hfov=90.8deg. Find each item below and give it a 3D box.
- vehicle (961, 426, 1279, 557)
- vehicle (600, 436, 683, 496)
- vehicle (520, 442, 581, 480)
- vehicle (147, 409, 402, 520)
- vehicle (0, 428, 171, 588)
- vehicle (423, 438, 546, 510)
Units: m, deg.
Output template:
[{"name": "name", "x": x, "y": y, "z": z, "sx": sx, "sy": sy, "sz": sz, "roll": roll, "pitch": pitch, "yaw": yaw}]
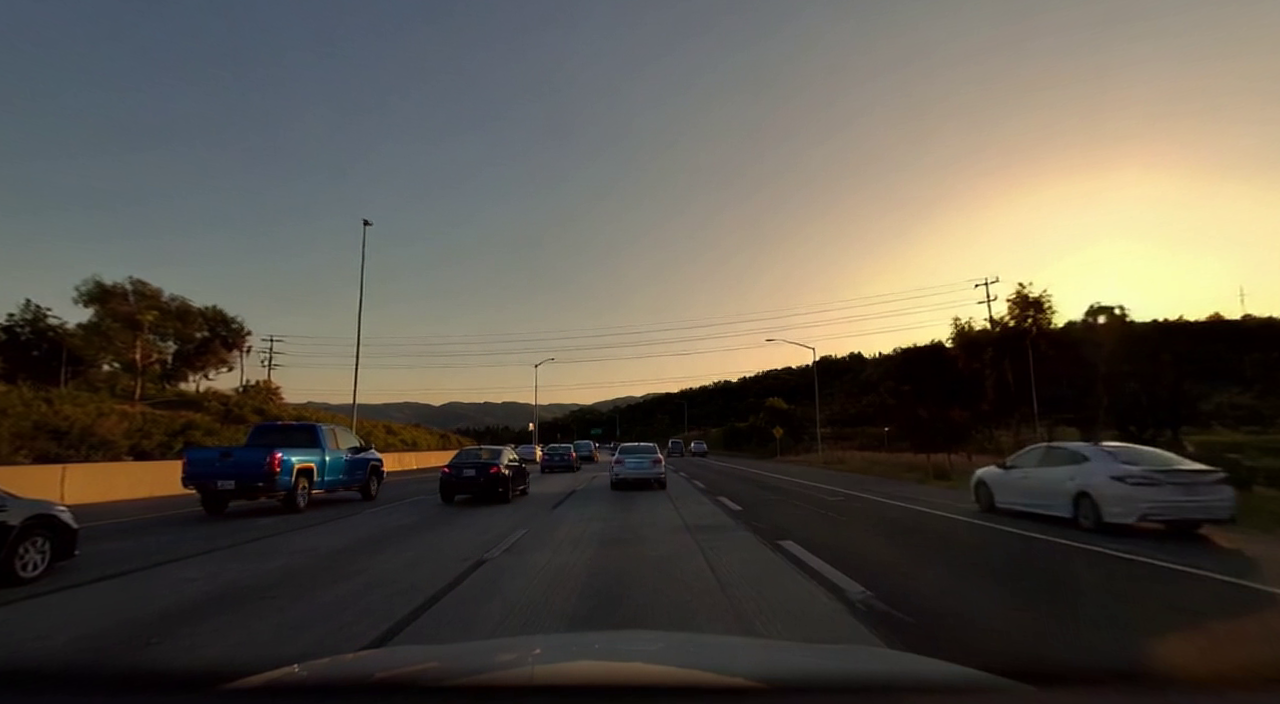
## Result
[{"name": "vehicle", "x": 7.262, "y": 1.962, "z": 9.713, "sx": 2.147, "sy": 1.492, "sz": 4.614, "roll": 0, "pitch": -8, "yaw": -1}, {"name": "vehicle", "x": -0.001, "y": 3.226, "z": 18.379, "sx": 2.102, "sy": 1.499, "sz": 4.439, "roll": 0, "pitch": -8, "yaw": -1}, {"name": "vehicle", "x": -3.639, "y": 4.489, "z": 26.412, "sx": 1.904, "sy": 1.448, "sz": 4.060, "roll": 0, "pitch": -8, "yaw": 0}, {"name": "vehicle", "x": -7.469, "y": 2.376, "z": 13.910, "sx": 2.194, "sy": 1.922, "sz": 5.637, "roll": 0, "pitch": -8, "yaw": 0}, {"name": "vehicle", "x": -6.866, "y": 1.397, "z": 5.521, "sx": 1.900, "sy": 1.461, "sz": 4.706, "roll": 0, "pitch": -8, "yaw": 0}, {"name": "vehicle", "x": -3.493, "y": 2.805, "z": 15.045, "sx": 1.899, "sy": 1.437, "sz": 4.131, "roll": 0, "pitch": -8, "yaw": -1}]
